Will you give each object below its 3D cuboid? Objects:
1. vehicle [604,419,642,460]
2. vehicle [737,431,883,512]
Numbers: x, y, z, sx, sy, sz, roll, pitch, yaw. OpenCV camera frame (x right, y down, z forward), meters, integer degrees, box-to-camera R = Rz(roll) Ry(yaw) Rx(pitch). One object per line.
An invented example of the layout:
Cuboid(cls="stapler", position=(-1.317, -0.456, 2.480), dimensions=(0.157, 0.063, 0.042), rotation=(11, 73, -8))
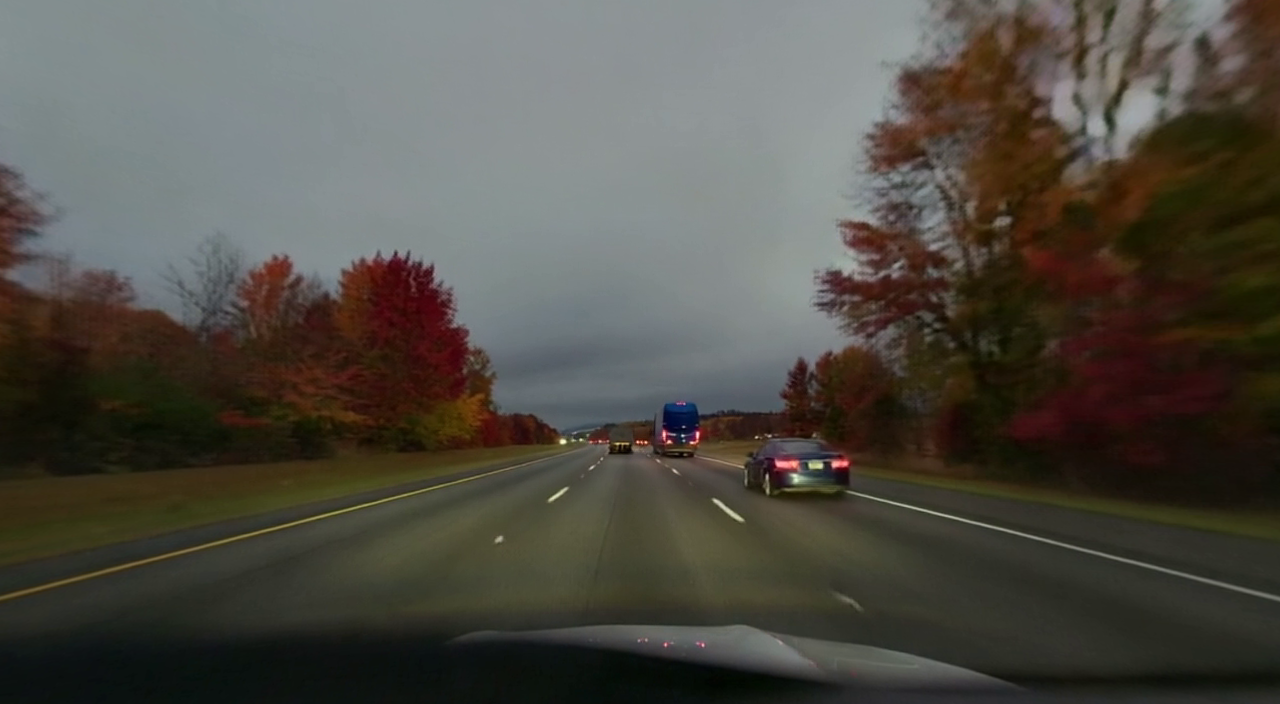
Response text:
Cuboid(cls="vehicle", position=(-1.132, 5.971, 43.003), dimensions=(2.389, 2.637, 5.437), rotation=(0, -8, -1))
Cuboid(cls="vehicle", position=(3.533, 2.546, 14.030), dimensions=(1.962, 1.508, 4.363), rotation=(0, -8, -1))
